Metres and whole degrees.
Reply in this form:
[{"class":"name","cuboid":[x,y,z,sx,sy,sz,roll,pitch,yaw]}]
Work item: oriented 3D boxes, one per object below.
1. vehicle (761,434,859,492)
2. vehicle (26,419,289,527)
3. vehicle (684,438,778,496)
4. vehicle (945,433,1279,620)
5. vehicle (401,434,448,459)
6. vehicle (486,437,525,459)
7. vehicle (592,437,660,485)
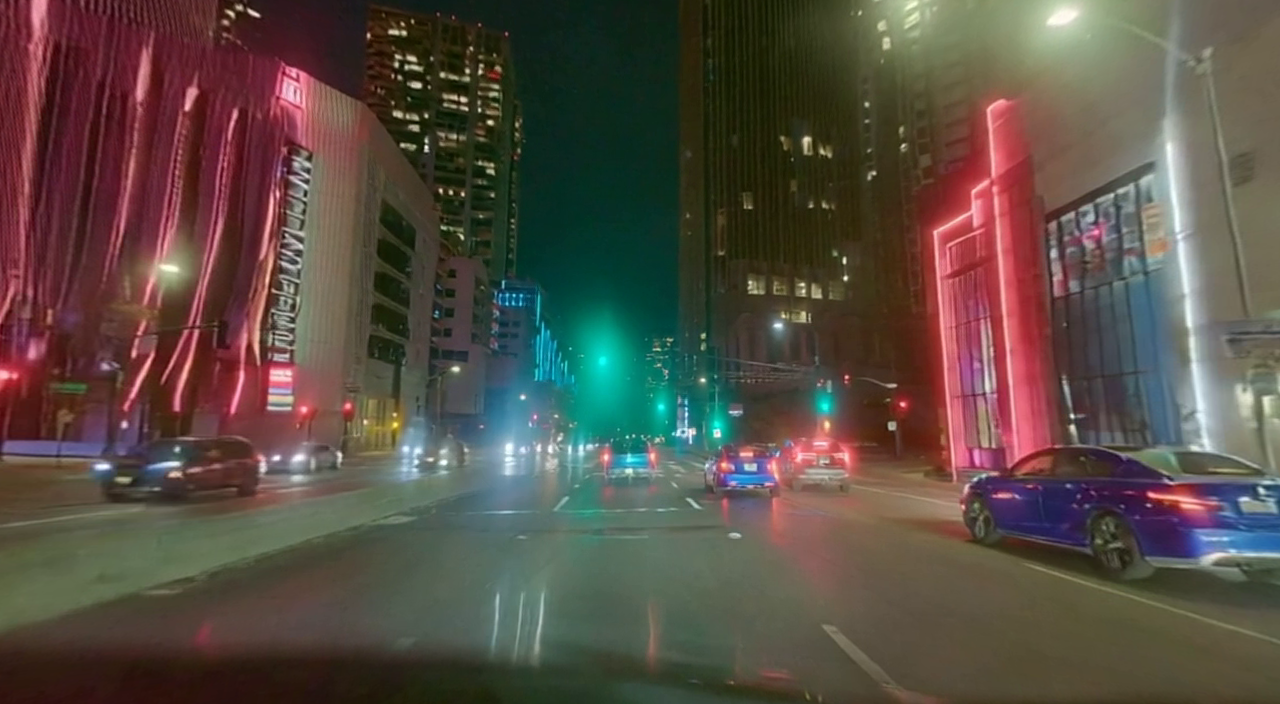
[{"class":"vehicle","cuboid":[5.648,3.739,21.656,2.015,1.745,4.444,0,-9,-2]},{"class":"vehicle","cuboid":[-9.349,2.356,12.873,1.827,1.787,4.474,0,-9,-1]},{"class":"vehicle","cuboid":[2.492,3.291,18.485,1.987,1.484,4.427,0,-9,-2]},{"class":"vehicle","cuboid":[5.774,1.754,7.468,1.914,1.484,4.639,0,-9,-2]},{"class":"vehicle","cuboid":[-15.639,6.900,46.162,1.932,1.760,4.422,0,-9,-1]},{"class":"vehicle","cuboid":[-10.033,7.220,47.440,1.960,1.568,4.511,0,-9,0]},{"class":"vehicle","cuboid":[-0.460,3.666,21.497,2.096,1.457,4.160,0,-8,-1]}]
